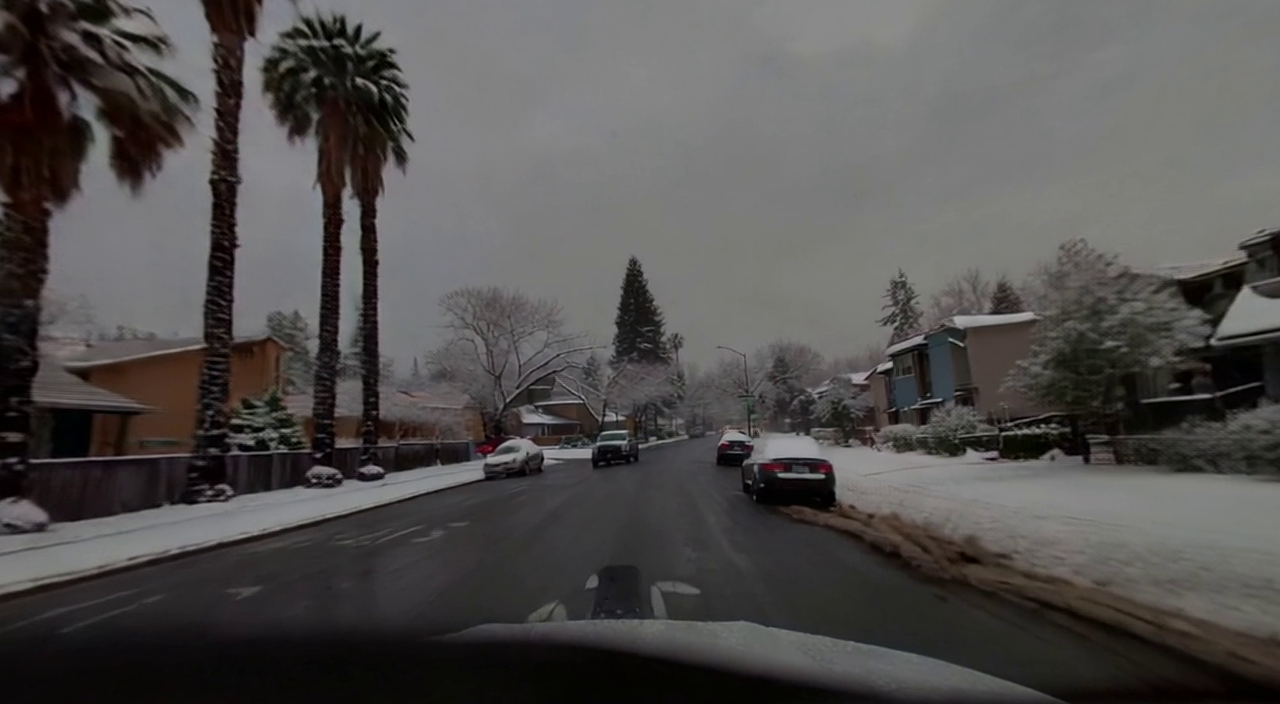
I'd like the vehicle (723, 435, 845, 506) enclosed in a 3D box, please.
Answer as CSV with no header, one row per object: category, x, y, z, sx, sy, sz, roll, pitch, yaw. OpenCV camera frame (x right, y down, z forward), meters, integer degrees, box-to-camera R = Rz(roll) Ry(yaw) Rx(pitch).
vehicle,3.362,2.840,15.585,1.942,1.465,4.123,-1,-8,-1

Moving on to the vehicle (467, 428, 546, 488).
vehicle,-5.990,4.982,28.965,2.053,1.713,4.850,-4,-21,6

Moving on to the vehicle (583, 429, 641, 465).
vehicle,-1.464,5.268,34.931,2.305,1.781,4.834,-2,-8,8
